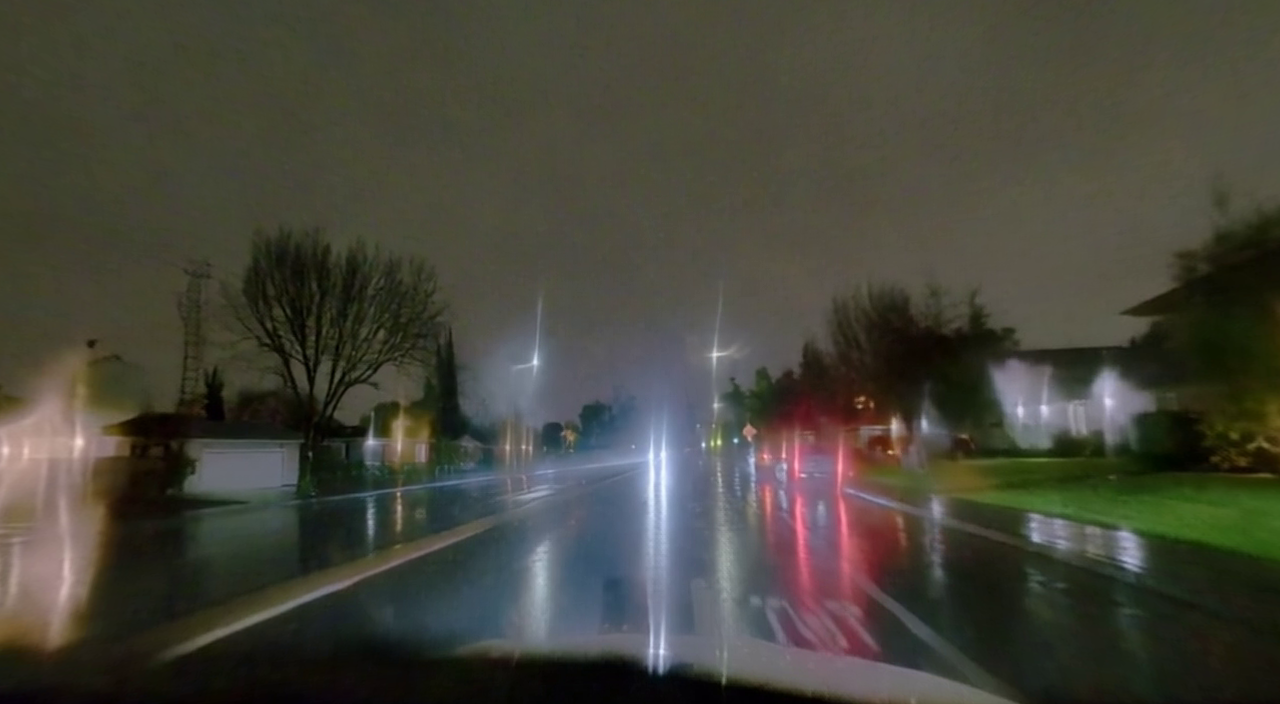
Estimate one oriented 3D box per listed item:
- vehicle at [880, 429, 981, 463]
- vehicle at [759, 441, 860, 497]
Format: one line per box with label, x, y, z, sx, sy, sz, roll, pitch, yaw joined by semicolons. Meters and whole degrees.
vehicle;13.634;4.448;29.766;3.827;1.512;1.855;-1;-8;5
vehicle;5.119;3.558;19.723;1.979;1.524;4.578;0;-8;1
